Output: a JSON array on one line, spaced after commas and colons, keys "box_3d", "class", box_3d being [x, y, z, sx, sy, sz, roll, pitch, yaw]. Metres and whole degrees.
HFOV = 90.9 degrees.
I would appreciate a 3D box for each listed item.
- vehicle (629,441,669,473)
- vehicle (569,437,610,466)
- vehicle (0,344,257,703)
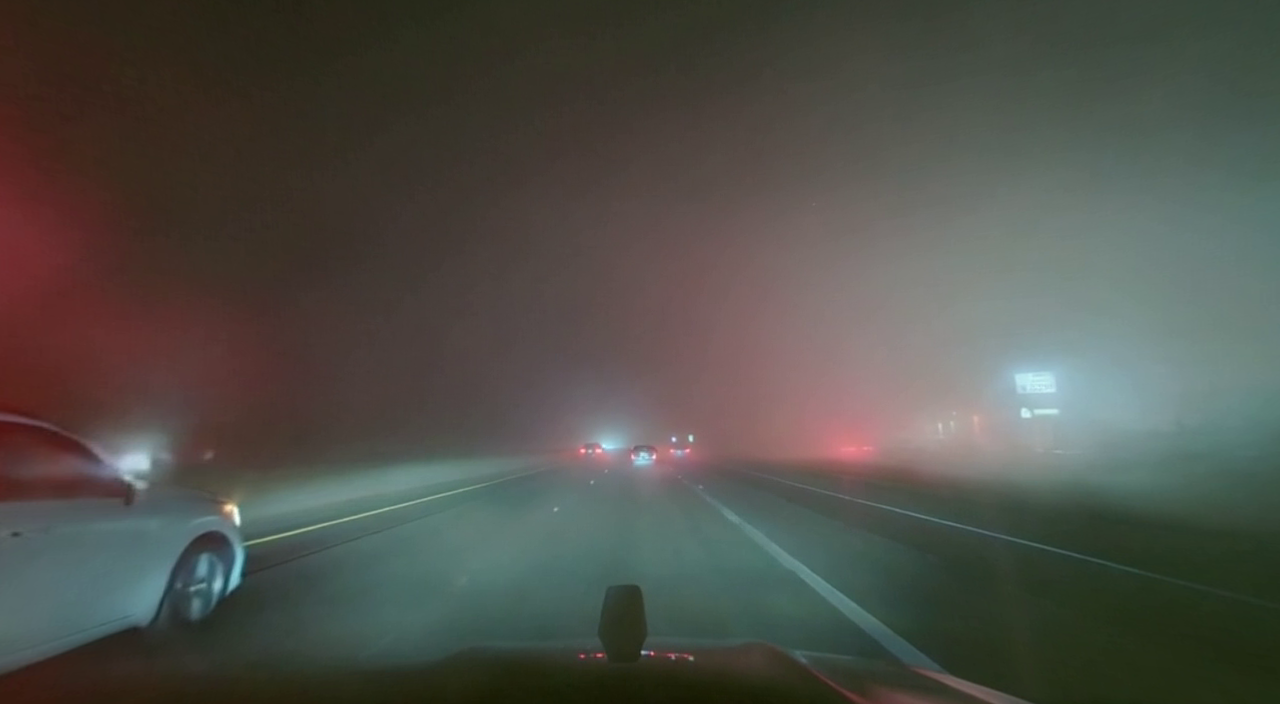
[{"box_3d": [0.464, 5.542, 33.525, 2.000, 1.558, 3.945, 0, -8, 0], "class": "vehicle"}, {"box_3d": [-3.547, 7.153, 45.649, 2.403, 1.946, 5.623, 0, -8, 1], "class": "vehicle"}, {"box_3d": [-3.948, 0.768, 2.217, 2.239, 1.761, 4.620, 0, -8, 0], "class": "vehicle"}]
